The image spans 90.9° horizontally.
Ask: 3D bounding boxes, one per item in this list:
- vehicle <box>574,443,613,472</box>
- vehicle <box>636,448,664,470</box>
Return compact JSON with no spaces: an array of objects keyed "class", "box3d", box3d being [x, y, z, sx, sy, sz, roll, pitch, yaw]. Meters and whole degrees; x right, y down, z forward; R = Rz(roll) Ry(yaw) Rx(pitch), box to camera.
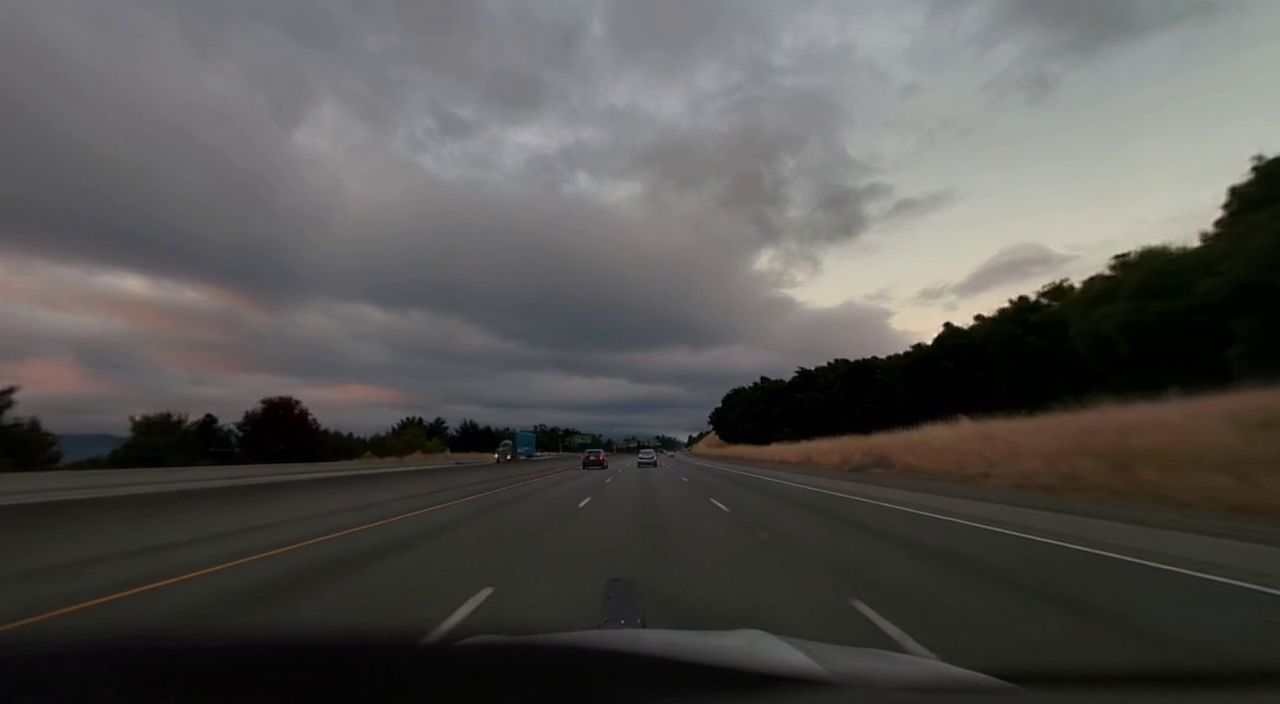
[{"class":"vehicle","box3d":[-2.972,6.844,40.937,2.143,1.770,4.283,0,-9,1]},{"class":"vehicle","box3d":[0.750,8.073,47.658,2.036,1.519,4.225,0,-9,0]}]
